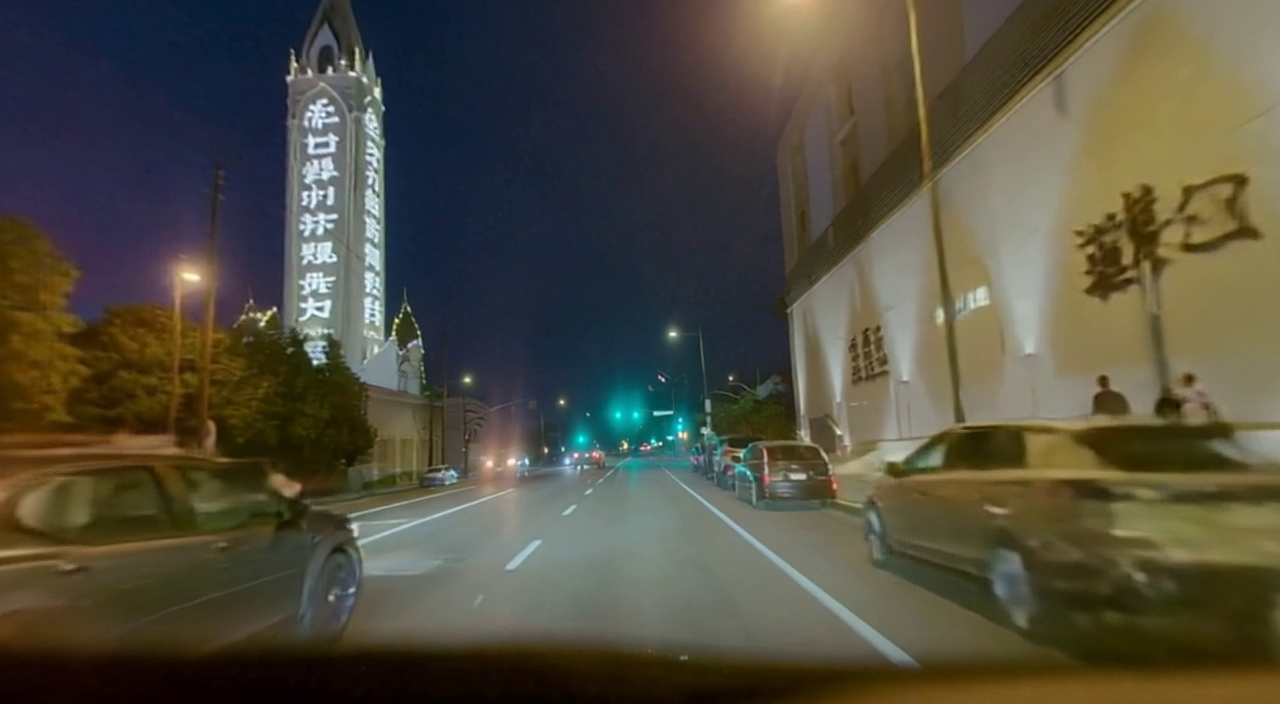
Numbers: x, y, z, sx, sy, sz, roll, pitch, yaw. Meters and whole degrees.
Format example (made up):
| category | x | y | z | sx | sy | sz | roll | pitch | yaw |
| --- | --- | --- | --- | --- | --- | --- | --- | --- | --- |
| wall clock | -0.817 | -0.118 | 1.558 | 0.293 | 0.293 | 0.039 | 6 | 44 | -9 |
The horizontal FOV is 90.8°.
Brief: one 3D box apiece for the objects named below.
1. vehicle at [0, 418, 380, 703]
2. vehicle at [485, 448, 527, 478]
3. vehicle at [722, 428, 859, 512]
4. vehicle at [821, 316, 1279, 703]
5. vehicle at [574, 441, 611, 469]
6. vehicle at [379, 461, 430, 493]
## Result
| category | x | y | z | sx | sy | sz | roll | pitch | yaw |
| --- | --- | --- | --- | --- | --- | --- | --- | --- | --- |
| vehicle | -3.295 | 1.145 | 3.077 | 2.089 | 1.547 | 4.635 | 0 | -8 | 0 |
| vehicle | -9.040 | 7.531 | 43.012 | 1.965 | 1.868 | 4.012 | 0 | -8 | 0 |
| vehicle | 3.329 | 2.735 | 15.076 | 2.206 | 1.664 | 4.578 | -1 | -9 | 1 |
| vehicle | 3.471 | 1.137 | 5.494 | 2.207 | 1.886 | 5.128 | 0 | -9 | 0 |
| vehicle | -3.409 | 7.484 | 46.081 | 2.293 | 1.936 | 4.737 | 0 | -8 | 0 |
| vehicle | -15.762 | 8.344 | 42.569 | 1.914 | 1.876 | 4.726 | -1 | -9 | -4 |
